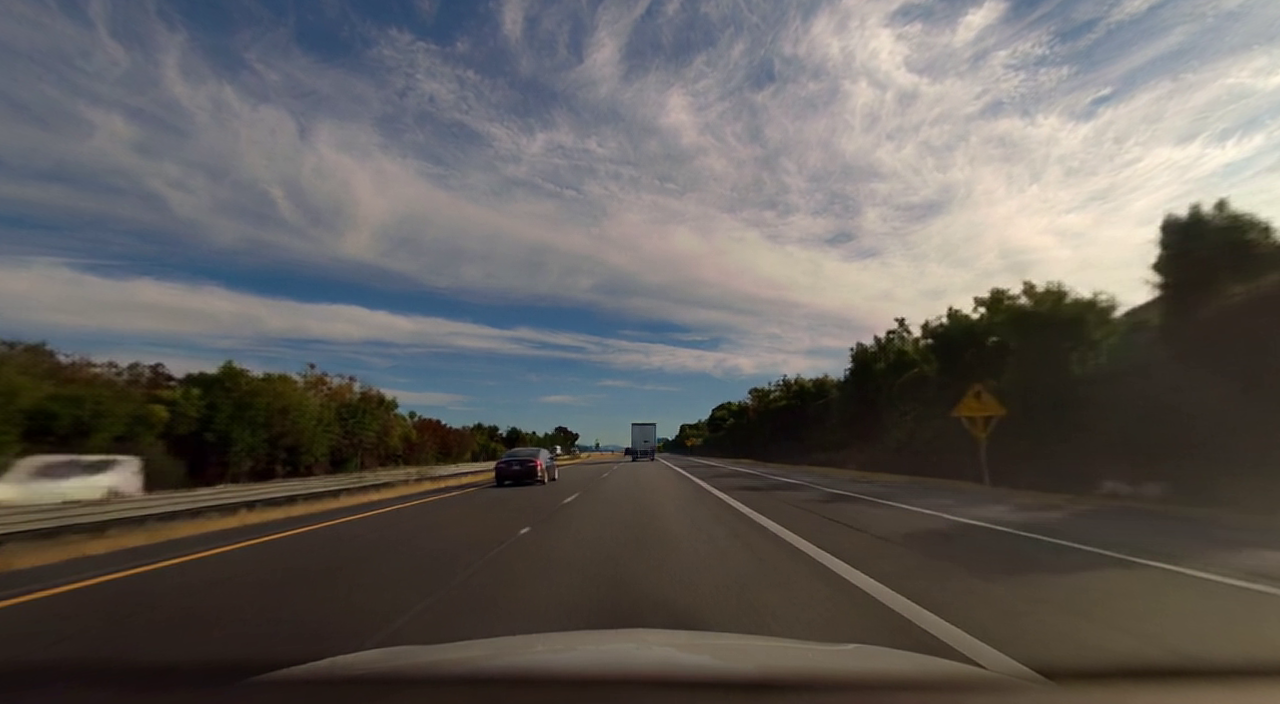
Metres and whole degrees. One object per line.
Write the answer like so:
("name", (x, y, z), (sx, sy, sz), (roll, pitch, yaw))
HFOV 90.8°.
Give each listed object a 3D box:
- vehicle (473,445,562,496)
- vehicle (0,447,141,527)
("vehicle", (-3.793, 3.747, 20.253), (1.955, 1.438, 4.100), (-1, -9, 1))
("vehicle", (-13.299, 2.755, 13.136), (2.005, 1.521, 4.592), (-1, -9, 1))
